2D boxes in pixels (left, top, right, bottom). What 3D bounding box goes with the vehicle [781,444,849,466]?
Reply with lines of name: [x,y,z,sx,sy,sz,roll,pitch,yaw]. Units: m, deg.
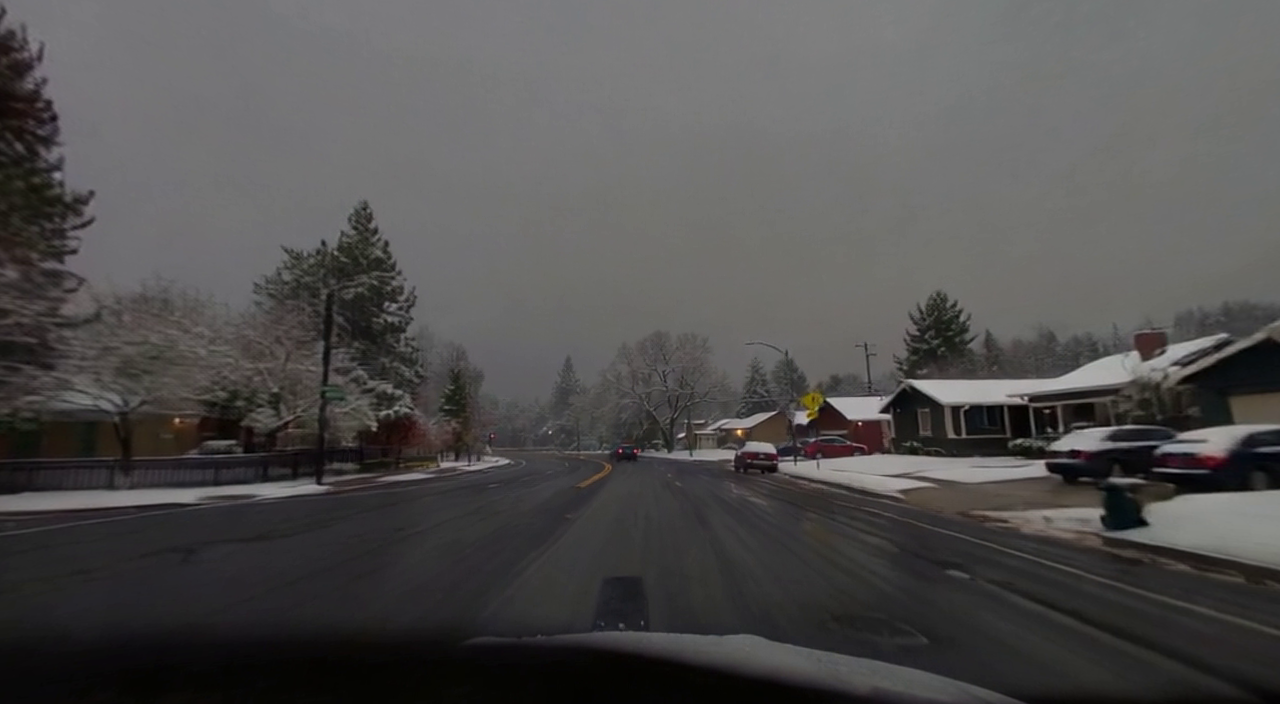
vehicle: [12.631,7.448,45.538,4.508,1.462,1.721,4,-10,-16]

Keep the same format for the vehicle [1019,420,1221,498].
vehicle: [14.512,3.106,19.081,5.277,1.749,2.335,-1,-3,-21]

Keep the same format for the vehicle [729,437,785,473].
vehicle: [6.915,6.168,38.154,2.348,1.986,6.289,0,-8,1]

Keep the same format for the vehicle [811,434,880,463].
vehicle: [15.913,7.484,49.198,2.205,1.995,5.543,-1,-7,-16]
